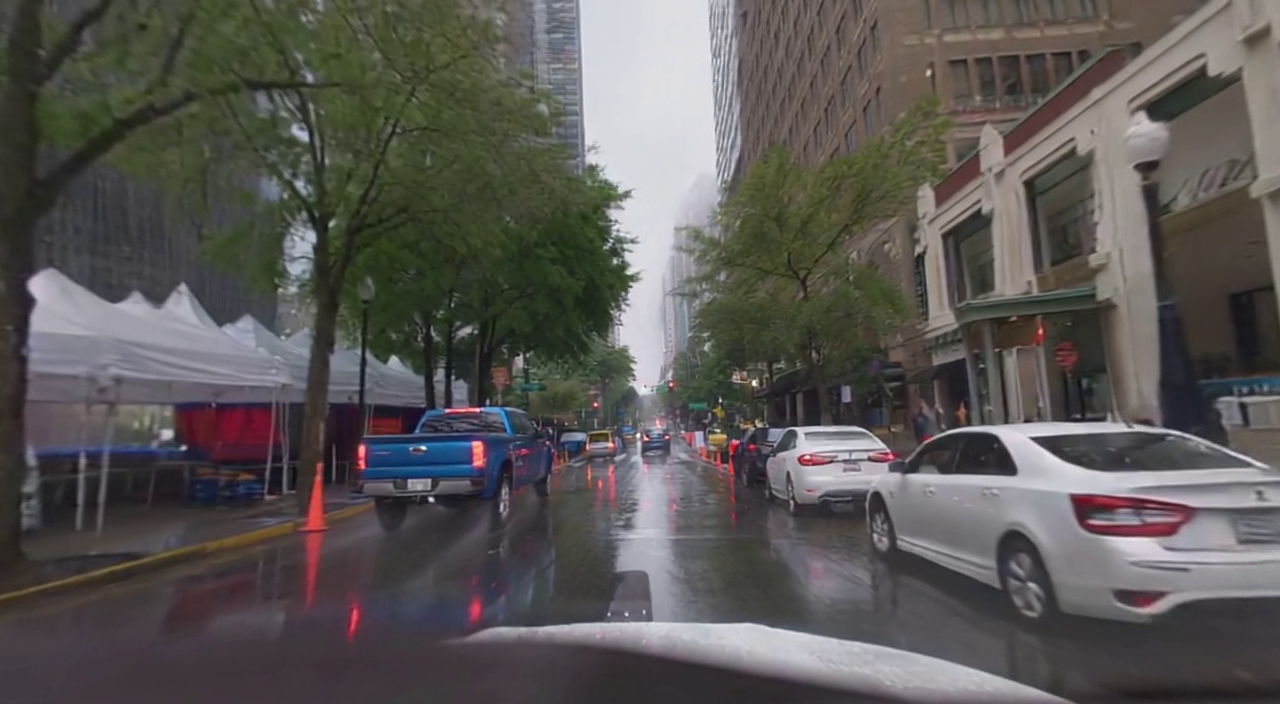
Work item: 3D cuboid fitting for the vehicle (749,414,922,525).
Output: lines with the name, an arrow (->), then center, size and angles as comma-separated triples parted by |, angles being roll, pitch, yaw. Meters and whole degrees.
vehicle -> 3.171, 2.000, 11.165 | 1.941, 1.577, 4.038 | -1, -9, 3

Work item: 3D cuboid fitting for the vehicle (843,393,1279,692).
vehicle -> 3.448, 1.291, 5.495 | 1.887, 1.488, 4.572 | 0, -9, 1

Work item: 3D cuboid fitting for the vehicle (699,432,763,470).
vehicle -> 3.936, 4.333, 27.968 | 2.021, 1.506, 4.643 | 0, -7, -2

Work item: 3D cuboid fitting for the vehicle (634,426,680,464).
vehicle -> 0.838, 4.802, 32.457 | 2.183, 1.784, 4.317 | 0, -9, 1

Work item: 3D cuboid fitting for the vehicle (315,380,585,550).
vehicle -> -2.449, 1.728, 10.185 | 2.452, 1.954, 5.653 | -1, -9, 2
